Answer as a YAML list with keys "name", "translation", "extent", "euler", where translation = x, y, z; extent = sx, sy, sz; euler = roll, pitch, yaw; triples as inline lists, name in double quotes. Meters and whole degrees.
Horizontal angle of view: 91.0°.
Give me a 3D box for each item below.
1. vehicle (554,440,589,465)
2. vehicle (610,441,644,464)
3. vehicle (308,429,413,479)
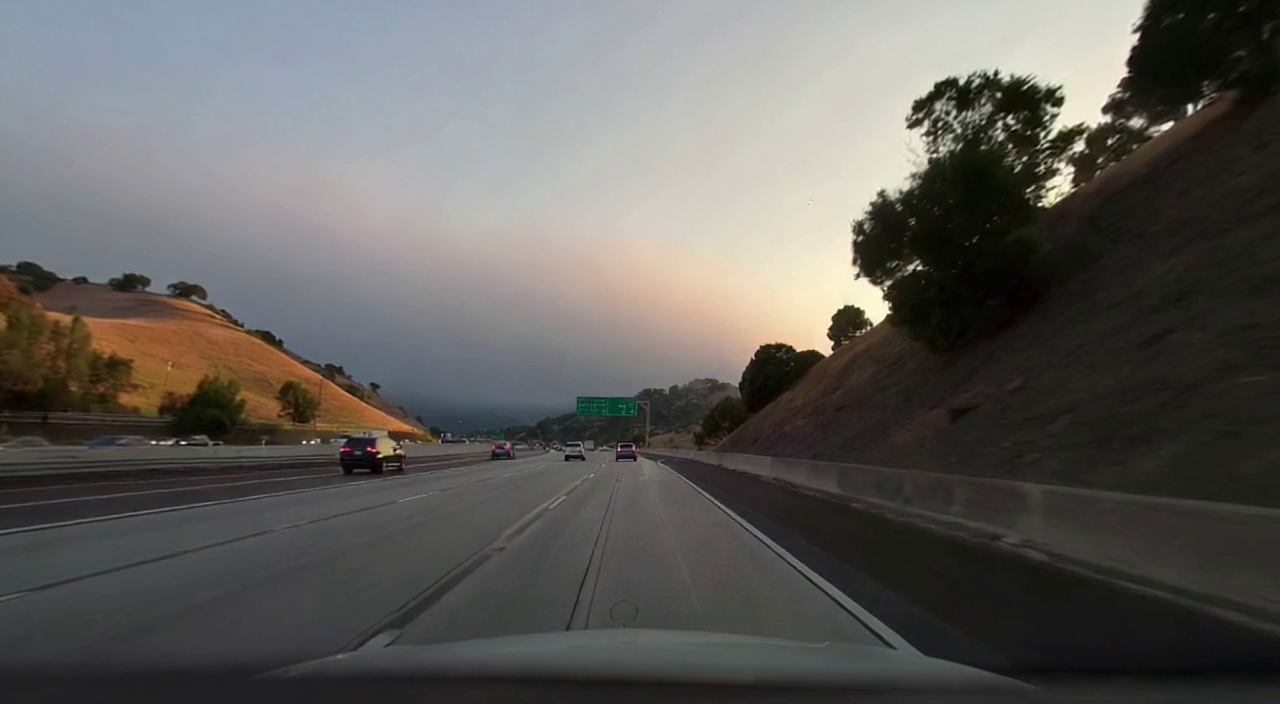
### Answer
- name: "vehicle"
  translation: [-4.790, 7.117, 44.660]
  extent: [2.060, 1.631, 4.214]
  euler: [0, -8, -1]
- name: "vehicle"
  translation: [-0.976, 7.387, 46.501]
  extent: [2.421, 1.594, 4.248]
  euler: [0, -9, -2]
- name: "vehicle"
  translation: [-11.868, 4.377, 27.228]
  extent: [2.219, 1.923, 4.985]
  euler: [0, -8, 0]
